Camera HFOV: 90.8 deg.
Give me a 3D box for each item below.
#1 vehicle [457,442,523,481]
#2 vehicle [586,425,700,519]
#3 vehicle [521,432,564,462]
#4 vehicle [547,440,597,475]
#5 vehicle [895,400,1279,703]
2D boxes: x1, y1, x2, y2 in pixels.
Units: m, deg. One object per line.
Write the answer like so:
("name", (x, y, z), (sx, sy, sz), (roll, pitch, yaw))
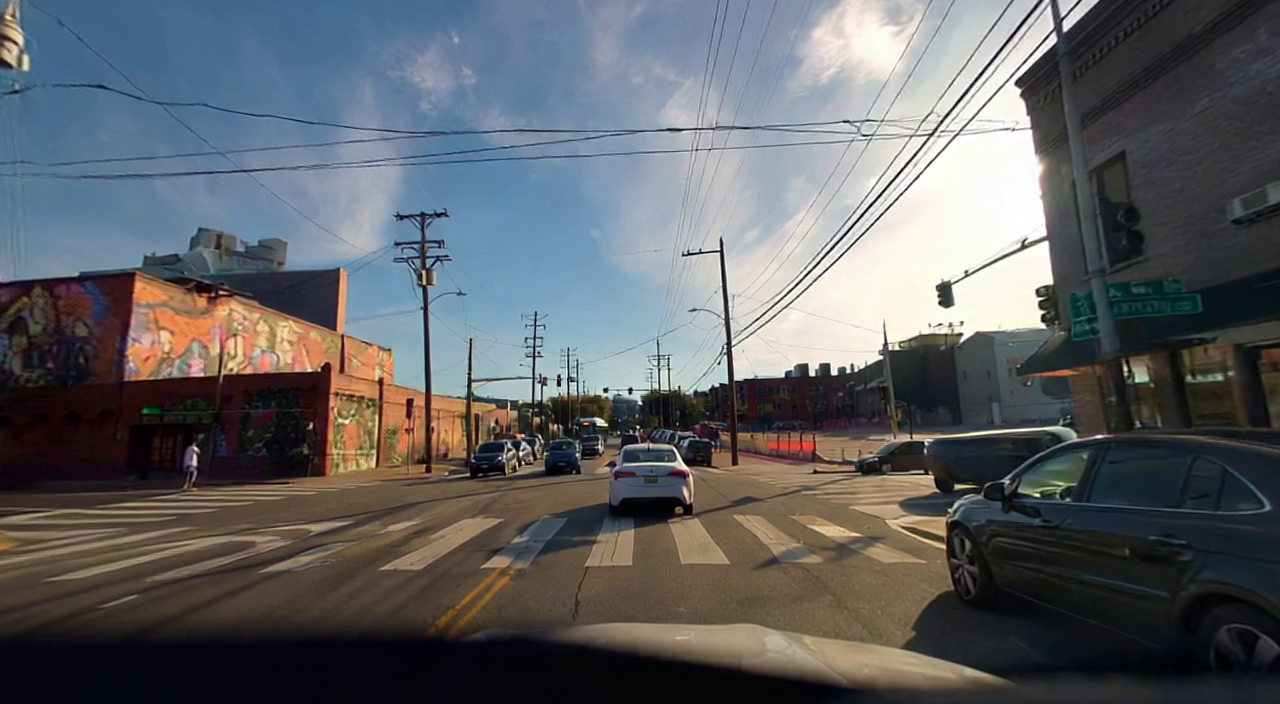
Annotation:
("vehicle", (-7.042, 5.172, 30.240), (1.892, 1.706, 5.224), (0, -8, 0))
("vehicle", (0.045, 2.606, 14.245), (2.190, 1.783, 4.048), (0, -8, 0))
("vehicle", (-7.052, 6.954, 46.187), (2.127, 2.034, 5.559), (0, -8, 1))
("vehicle", (-3.384, 5.312, 32.018), (2.055, 1.660, 3.954), (0, -8, 1))
("vehicle", (3.480, 1.150, 3.798), (1.949, 1.521, 4.445), (0, -8, -1))
